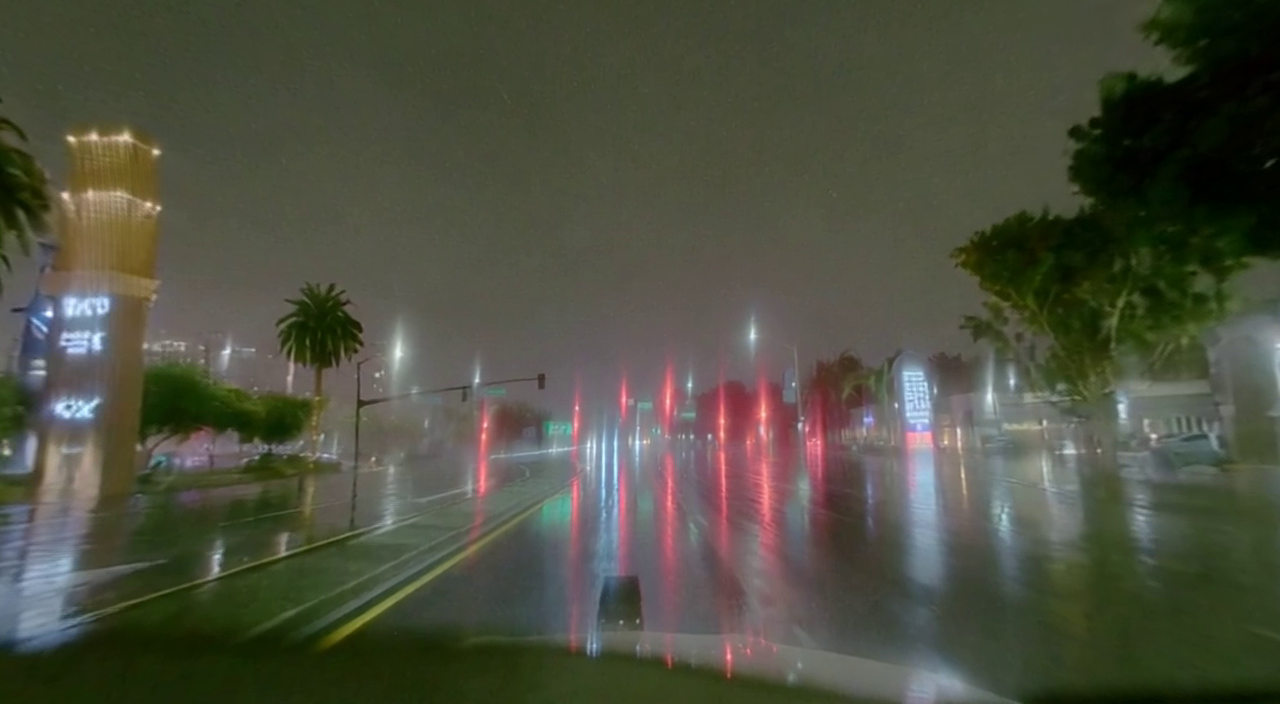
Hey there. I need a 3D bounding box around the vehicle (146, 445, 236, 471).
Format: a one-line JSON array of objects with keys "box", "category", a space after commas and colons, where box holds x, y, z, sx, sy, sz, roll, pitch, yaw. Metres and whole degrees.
[{"box": [-31.724, 7.464, 44.895, 2.099, 1.731, 5.736, 0, -8, 1], "category": "vehicle"}]

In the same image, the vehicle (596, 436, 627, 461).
[{"box": [-2.071, 6.858, 44.983, 1.990, 1.639, 3.885, 1, -8, -6], "category": "vehicle"}]

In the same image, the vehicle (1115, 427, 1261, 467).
[{"box": [25.590, 4.455, 29.636, 4.918, 1.814, 2.014, 0, -8, 0], "category": "vehicle"}]
